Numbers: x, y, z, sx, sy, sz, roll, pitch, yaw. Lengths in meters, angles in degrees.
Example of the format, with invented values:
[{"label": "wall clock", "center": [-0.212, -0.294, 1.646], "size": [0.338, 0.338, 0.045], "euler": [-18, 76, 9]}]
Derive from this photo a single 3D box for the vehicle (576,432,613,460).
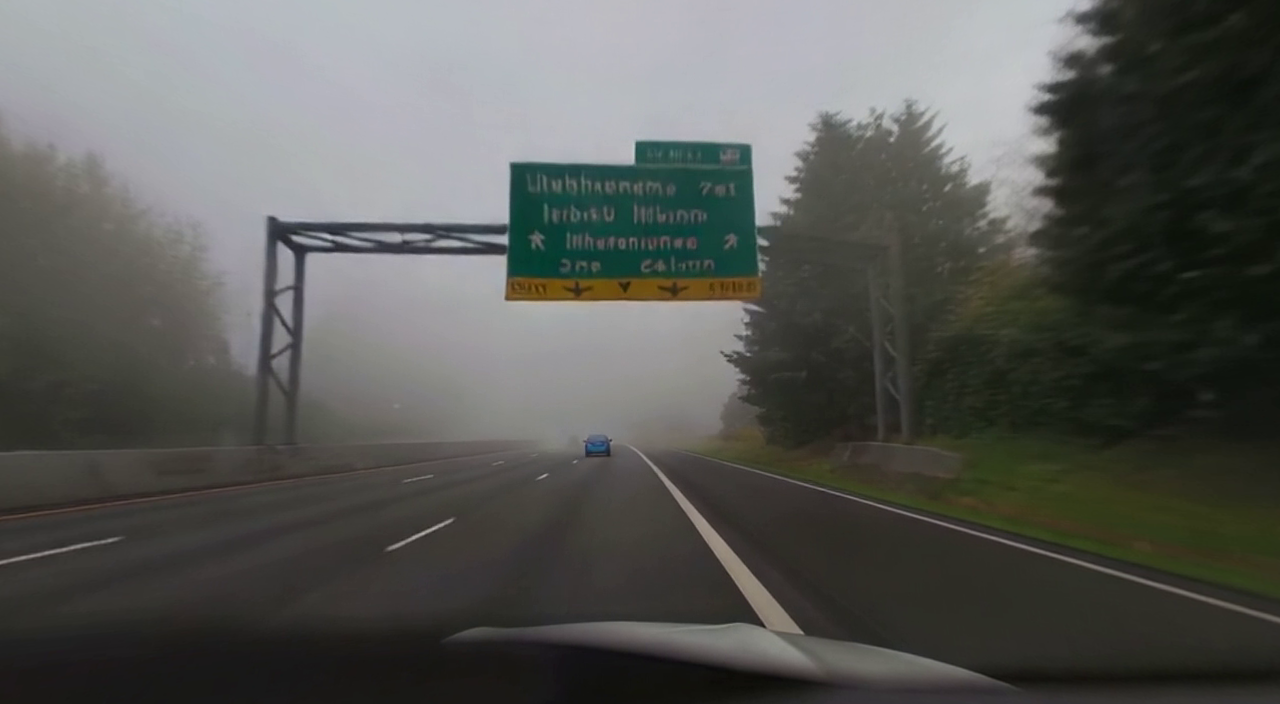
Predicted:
[{"label": "vehicle", "center": [-2.555, 5.392, 36.265], "size": [2.000, 1.491, 3.913], "euler": [0, -8, -2]}]
